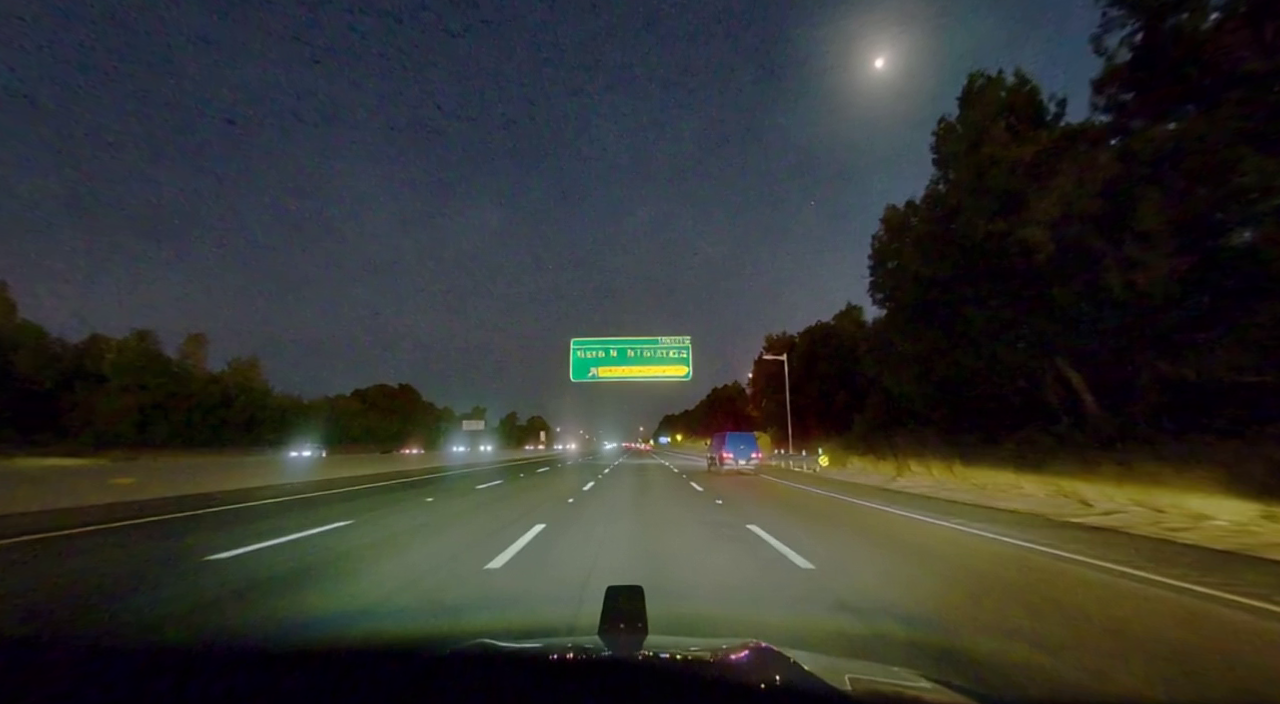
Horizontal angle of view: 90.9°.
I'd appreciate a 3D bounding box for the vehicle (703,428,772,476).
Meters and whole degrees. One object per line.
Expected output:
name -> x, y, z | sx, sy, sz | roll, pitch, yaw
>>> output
vehicle -> 4.248, 4.462, 28.300 | 2.172, 1.930, 4.879 | 0, -8, -1
